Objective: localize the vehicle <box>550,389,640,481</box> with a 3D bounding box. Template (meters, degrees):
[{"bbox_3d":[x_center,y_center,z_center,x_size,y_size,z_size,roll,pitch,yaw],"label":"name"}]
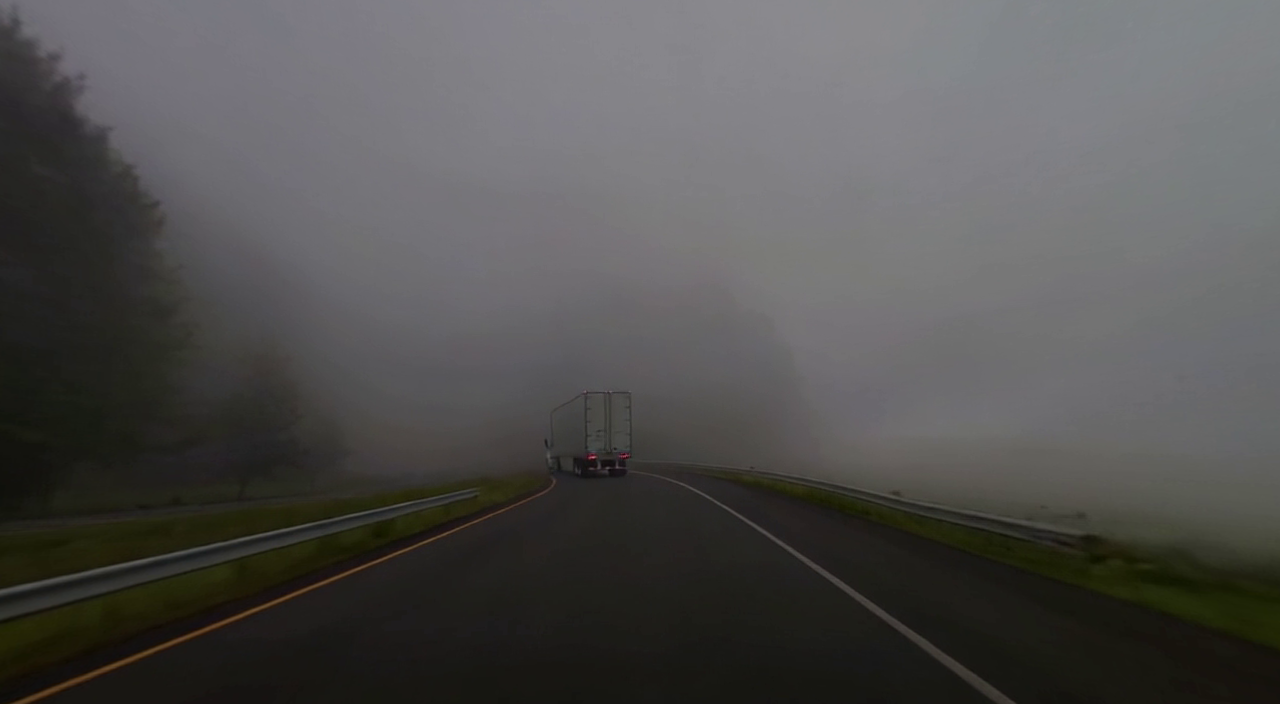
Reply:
[{"bbox_3d":[-3.032,4.727,35.792,3.087,4.178,13.682,1,-8,-12],"label":"vehicle"}]
